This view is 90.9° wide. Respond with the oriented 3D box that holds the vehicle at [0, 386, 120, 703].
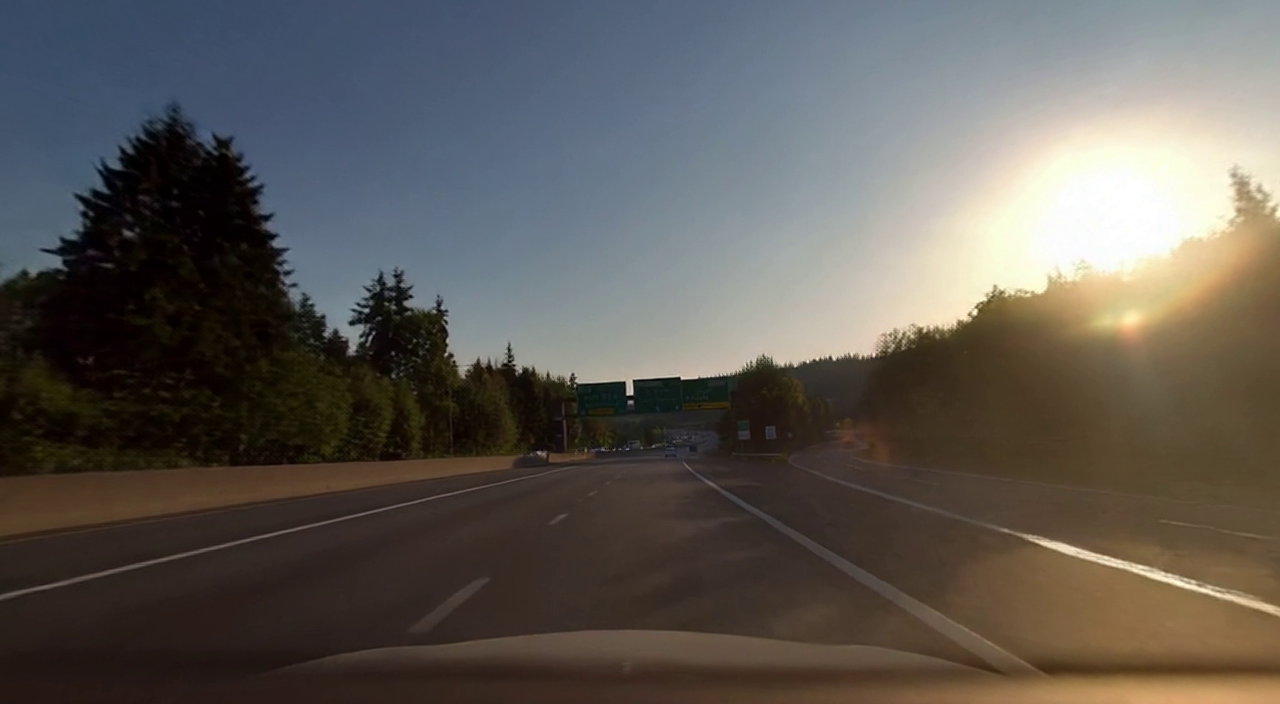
[{"bbox_3d":[-3.555,0.655,0.769,2.108,1.557,4.344,0,-9,0],"label":"vehicle"}]
